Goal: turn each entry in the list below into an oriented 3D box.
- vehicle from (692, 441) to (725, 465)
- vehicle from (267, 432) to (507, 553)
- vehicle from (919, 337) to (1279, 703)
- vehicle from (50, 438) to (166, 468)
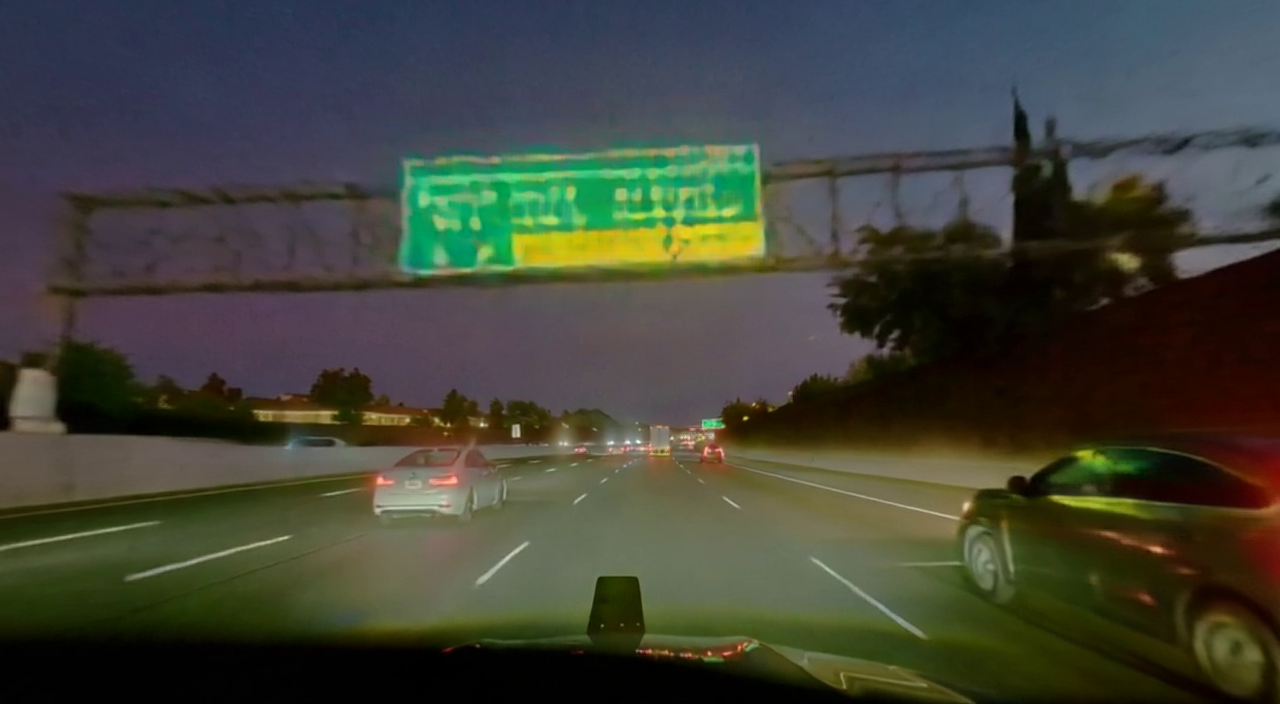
[{"bbox_3d":[5.000,7.454,46.362,2.046,1.655,4.143,0,-9,2],"label":"vehicle"},{"bbox_3d":[-3.596,2.060,9.912,1.947,1.479,4.114,0,-8,2],"label":"vehicle"},{"bbox_3d":[3.649,0.937,3.434,2.108,1.709,4.703,0,-8,1],"label":"vehicle"},{"bbox_3d":[-31.627,6.025,37.626,1.889,1.619,5.621,-1,-9,2],"label":"vehicle"}]
